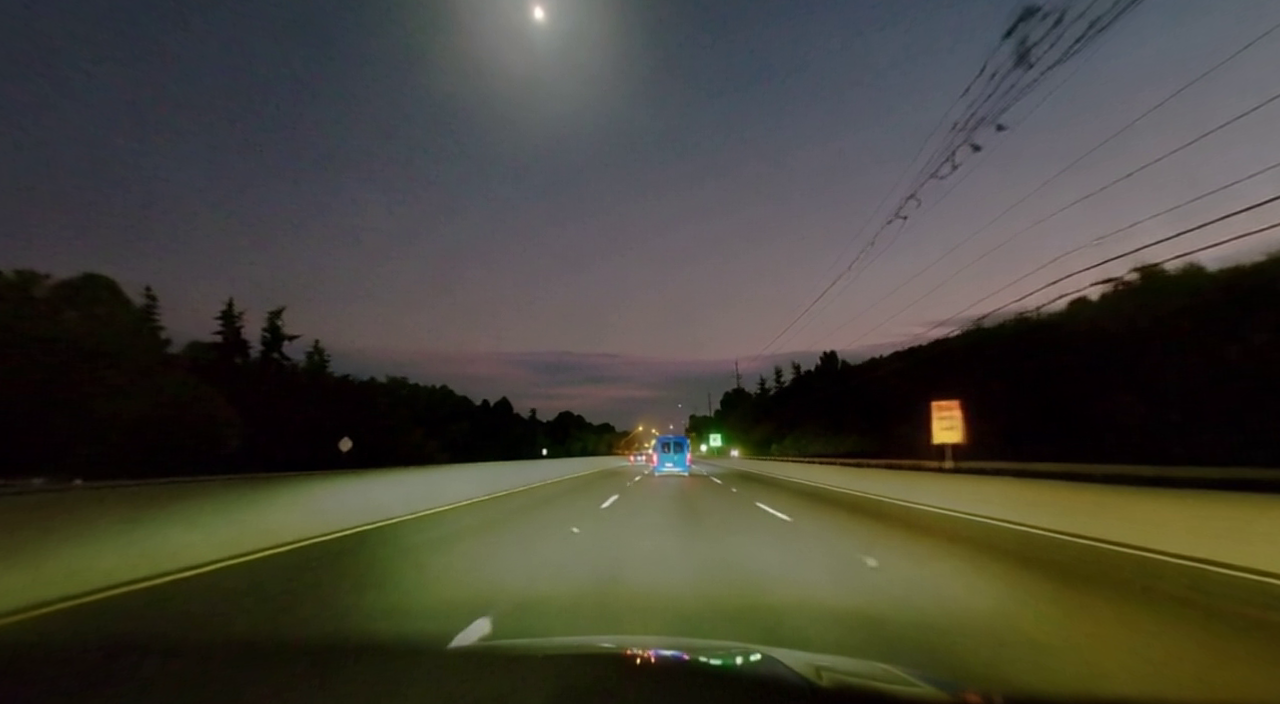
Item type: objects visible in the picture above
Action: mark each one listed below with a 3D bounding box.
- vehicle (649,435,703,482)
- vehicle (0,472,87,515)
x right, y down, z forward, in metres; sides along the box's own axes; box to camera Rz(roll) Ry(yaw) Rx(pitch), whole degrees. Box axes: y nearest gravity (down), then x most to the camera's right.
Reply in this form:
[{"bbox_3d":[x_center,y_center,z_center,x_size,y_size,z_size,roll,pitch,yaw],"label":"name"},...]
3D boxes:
[{"bbox_3d":[1.650,4.925,29.278,2.261,1.969,5.104,-1,-9,3],"label":"vehicle"},{"bbox_3d":[-45.277,10.257,45.725,2.829,2.613,7.507,-3,-8,8],"label":"vehicle"}]
